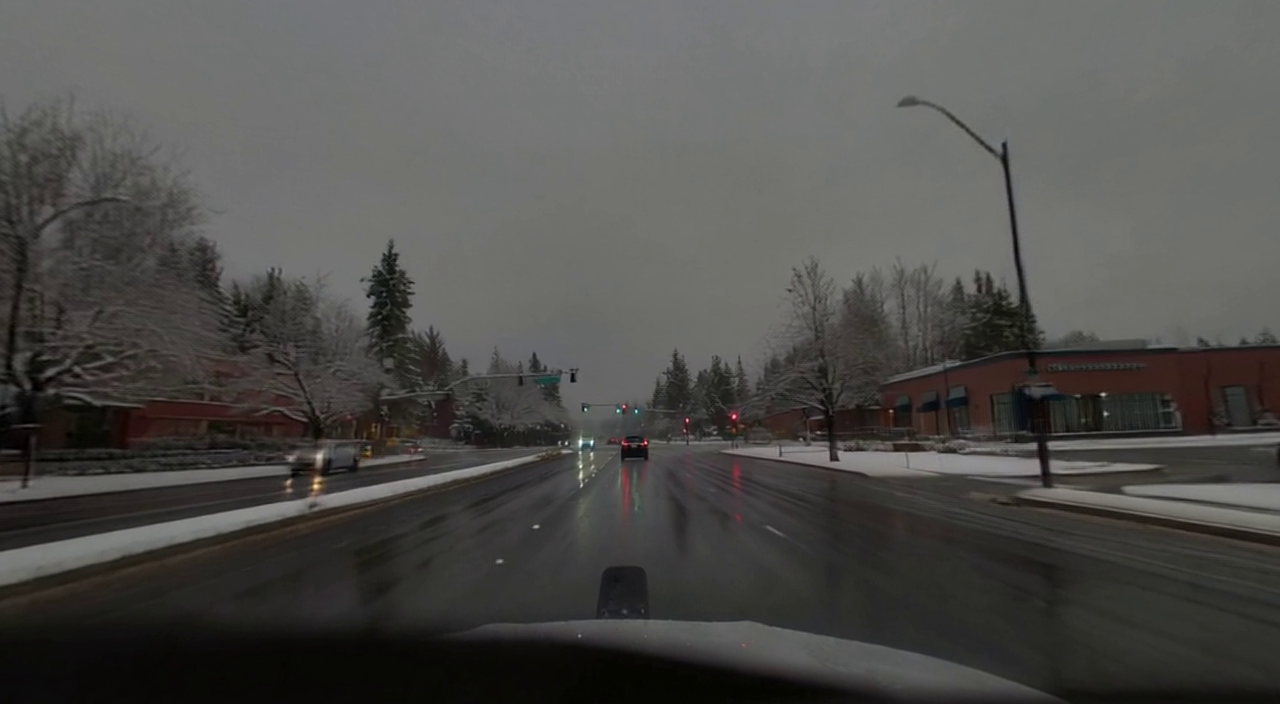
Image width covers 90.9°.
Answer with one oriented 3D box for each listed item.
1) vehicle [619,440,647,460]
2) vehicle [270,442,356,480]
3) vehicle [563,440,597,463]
[{"bbox_3d":[-0.582,7.582,48.972,2.066,1.482,3.923,0,-9,-1],"label":"vehicle"},{"bbox_3d":[-15.794,5.256,30.749,1.834,1.694,4.405,0,-8,0],"label":"vehicle"},{"bbox_3d":[-3.999,6.706,42.673,1.942,1.497,4.561,0,-9,-1],"label":"vehicle"}]
